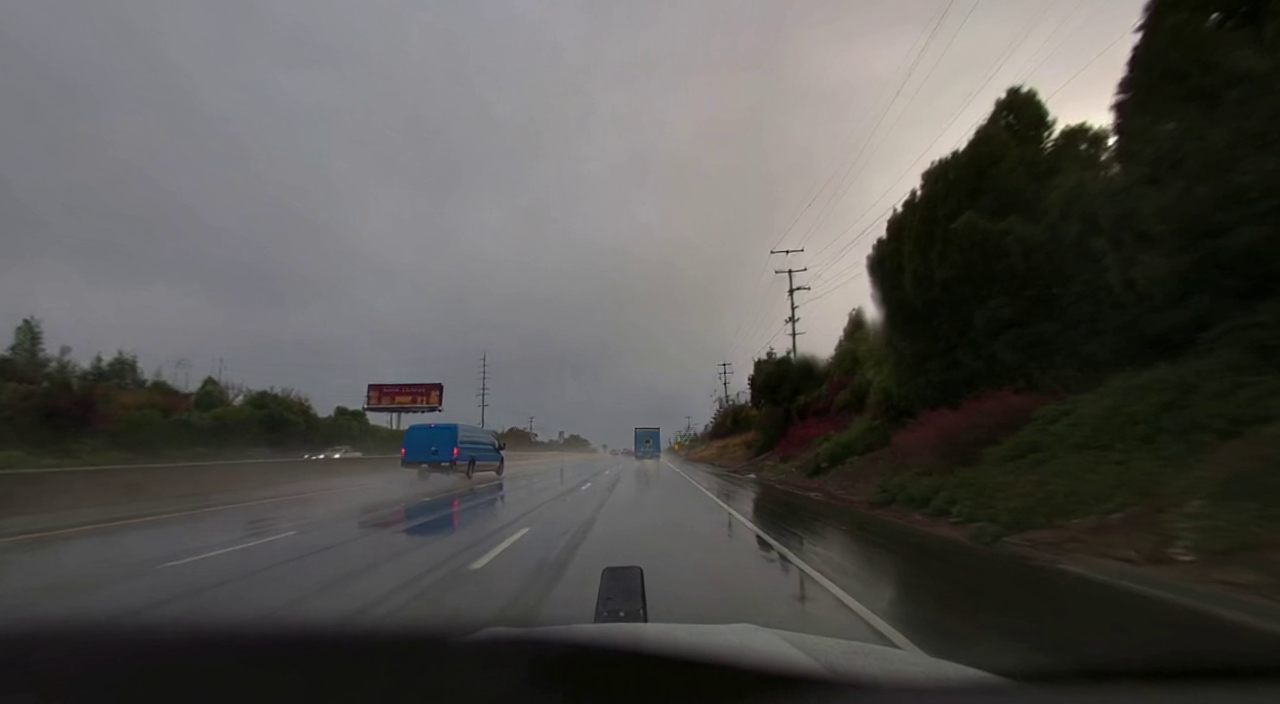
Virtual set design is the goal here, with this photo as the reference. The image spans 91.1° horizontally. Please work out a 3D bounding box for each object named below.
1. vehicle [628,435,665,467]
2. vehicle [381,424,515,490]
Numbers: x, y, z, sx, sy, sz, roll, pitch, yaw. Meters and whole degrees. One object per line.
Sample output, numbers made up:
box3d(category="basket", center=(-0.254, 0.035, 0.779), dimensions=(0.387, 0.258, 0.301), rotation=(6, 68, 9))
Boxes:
box3d(category="vehicle", center=(0.513, 7.593, 48.373), dimensions=(2.692, 2.279, 5.695), rotation=(0, -8, 1))
box3d(category="vehicle", center=(-6.817, 3.864, 23.501), dimensions=(2.695, 2.084, 6.836), rotation=(0, -8, 1))
